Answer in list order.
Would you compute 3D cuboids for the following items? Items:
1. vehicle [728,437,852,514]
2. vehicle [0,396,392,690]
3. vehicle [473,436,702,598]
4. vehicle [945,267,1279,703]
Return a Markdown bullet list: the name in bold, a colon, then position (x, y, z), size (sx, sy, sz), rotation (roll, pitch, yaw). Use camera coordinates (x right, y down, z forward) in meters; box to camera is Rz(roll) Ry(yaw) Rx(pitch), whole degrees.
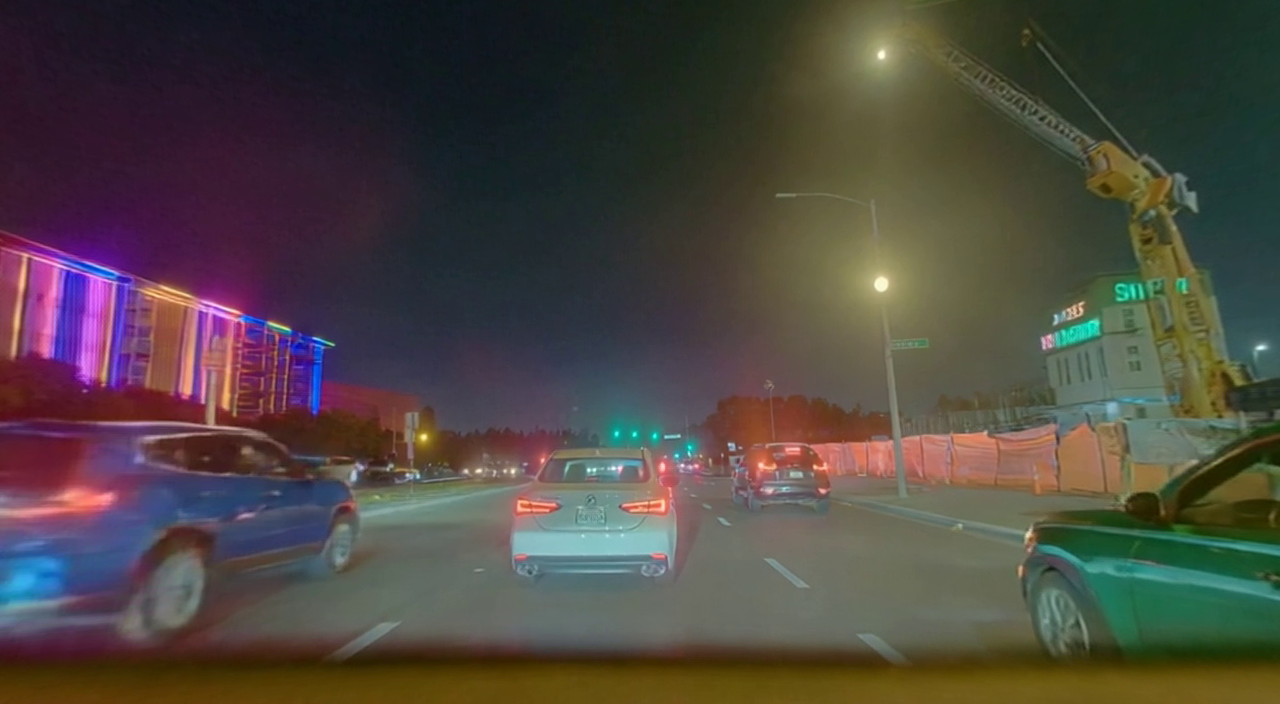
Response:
- **vehicle**: position (3.925, 3.314, 17.597), size (2.185, 1.797, 4.934), rotation (0, -8, -1)
- **vehicle**: position (-4.317, 1.426, 5.899), size (2.201, 1.691, 4.305), rotation (0, -8, 1)
- **vehicle**: position (-0.457, 1.857, 8.067), size (2.131, 1.496, 4.193), rotation (0, -8, 1)
- **vehicle**: position (3.392, 0.656, 2.103), size (2.182, 1.954, 5.341), rotation (0, -8, 2)
